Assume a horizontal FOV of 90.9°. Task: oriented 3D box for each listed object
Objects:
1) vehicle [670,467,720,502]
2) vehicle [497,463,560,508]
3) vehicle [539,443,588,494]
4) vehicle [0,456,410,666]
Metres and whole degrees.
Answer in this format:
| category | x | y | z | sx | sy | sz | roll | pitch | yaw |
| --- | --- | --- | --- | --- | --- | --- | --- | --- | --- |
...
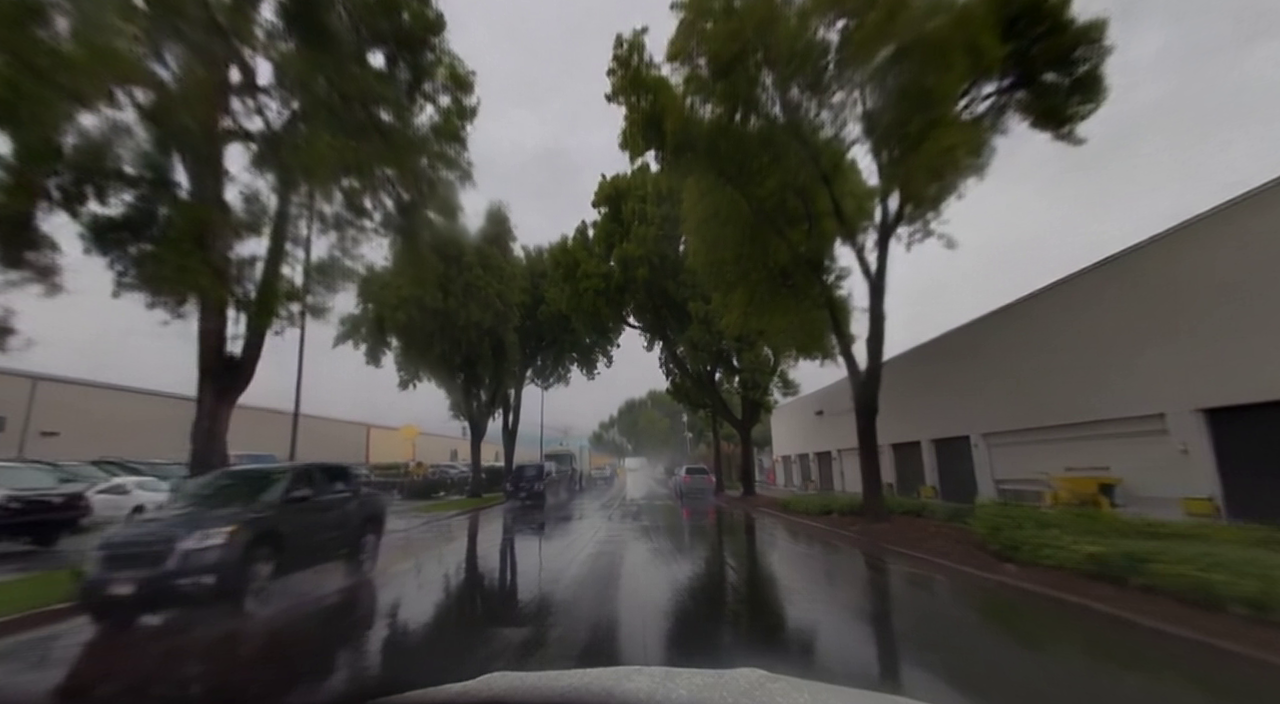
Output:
| category | x | y | z | sx | sy | sz | roll | pitch | yaw |
| --- | --- | --- | --- | --- | --- | --- | --- | --- | --- |
| vehicle | 2.390 | 5.912 | 28.287 | 1.819 | 1.446 | 3.909 | 1 | -11 | -1 |
| vehicle | -4.413 | 5.347 | 25.443 | 1.835 | 1.625 | 3.674 | 1 | -11 | 1 |
| vehicle | -4.396 | 6.905 | 37.214 | 2.242 | 2.726 | 5.581 | 1 | -11 | -1 |
| vehicle | -4.483 | 2.024 | 7.286 | 1.927 | 1.580 | 4.556 | -1 | -9 | 0 |
